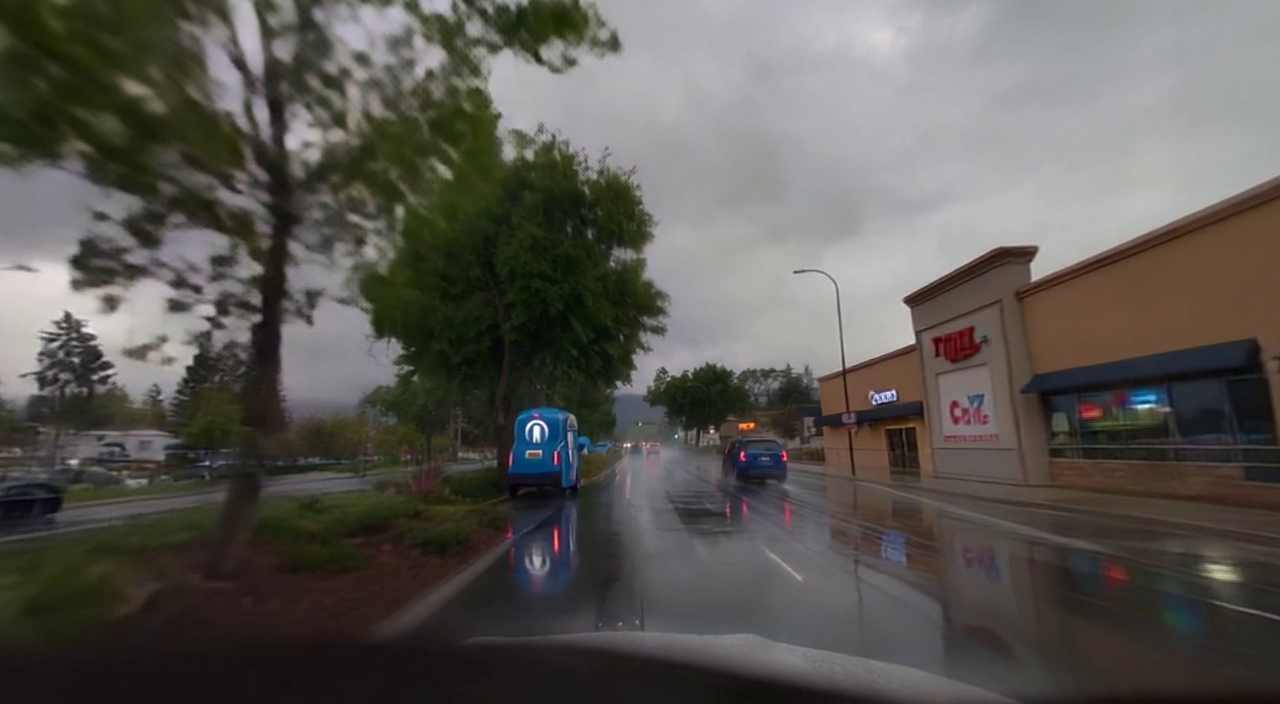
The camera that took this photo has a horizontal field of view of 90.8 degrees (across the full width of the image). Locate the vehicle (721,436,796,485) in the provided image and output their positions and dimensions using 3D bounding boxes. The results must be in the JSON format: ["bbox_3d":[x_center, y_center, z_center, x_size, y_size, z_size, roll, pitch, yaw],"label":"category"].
[{"bbox_3d":[4.304,4.005,23.645,1.869,1.646,4.166,0,-9,-1],"label":"vehicle"}]

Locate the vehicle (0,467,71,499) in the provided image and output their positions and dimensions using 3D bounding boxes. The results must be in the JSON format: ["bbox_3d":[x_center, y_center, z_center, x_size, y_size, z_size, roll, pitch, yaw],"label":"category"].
[{"bbox_3d":[-31.542,6.559,31.705,3.955,1.432,1.868,4,-9,-28],"label":"vehicle"}]

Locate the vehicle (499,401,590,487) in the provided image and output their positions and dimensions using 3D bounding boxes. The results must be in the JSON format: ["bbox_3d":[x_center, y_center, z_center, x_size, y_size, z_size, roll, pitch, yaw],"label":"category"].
[{"bbox_3d":[-3.355,3.437,23.648,2.443,2.784,5.862,0,-9,1],"label":"vehicle"}]
